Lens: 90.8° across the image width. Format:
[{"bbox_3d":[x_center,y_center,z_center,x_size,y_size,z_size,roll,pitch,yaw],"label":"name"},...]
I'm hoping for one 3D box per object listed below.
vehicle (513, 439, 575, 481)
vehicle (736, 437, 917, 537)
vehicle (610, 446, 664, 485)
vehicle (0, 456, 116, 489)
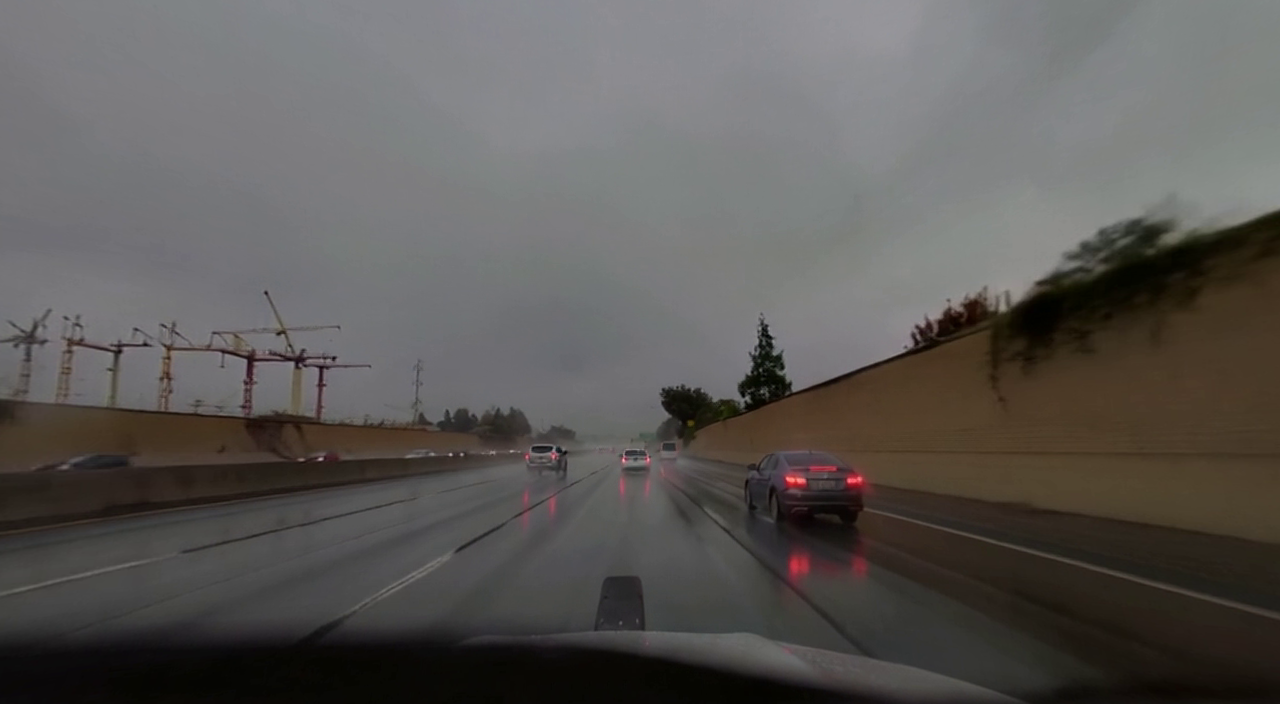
[{"bbox_3d":[-4.320,4.908,29.054,2.121,1.775,4.335,0,-9,1],"label":"vehicle"},{"bbox_3d":[3.211,2.408,12.006,1.917,1.507,4.540,0,-9,-2],"label":"vehicle"},{"bbox_3d":[-0.130,4.607,26.036,2.045,1.452,4.040,0,-9,-1],"label":"vehicle"},{"bbox_3d":[-29.171,5.968,31.698,1.792,1.455,4.579,0,-9,0],"label":"vehicle"}]
